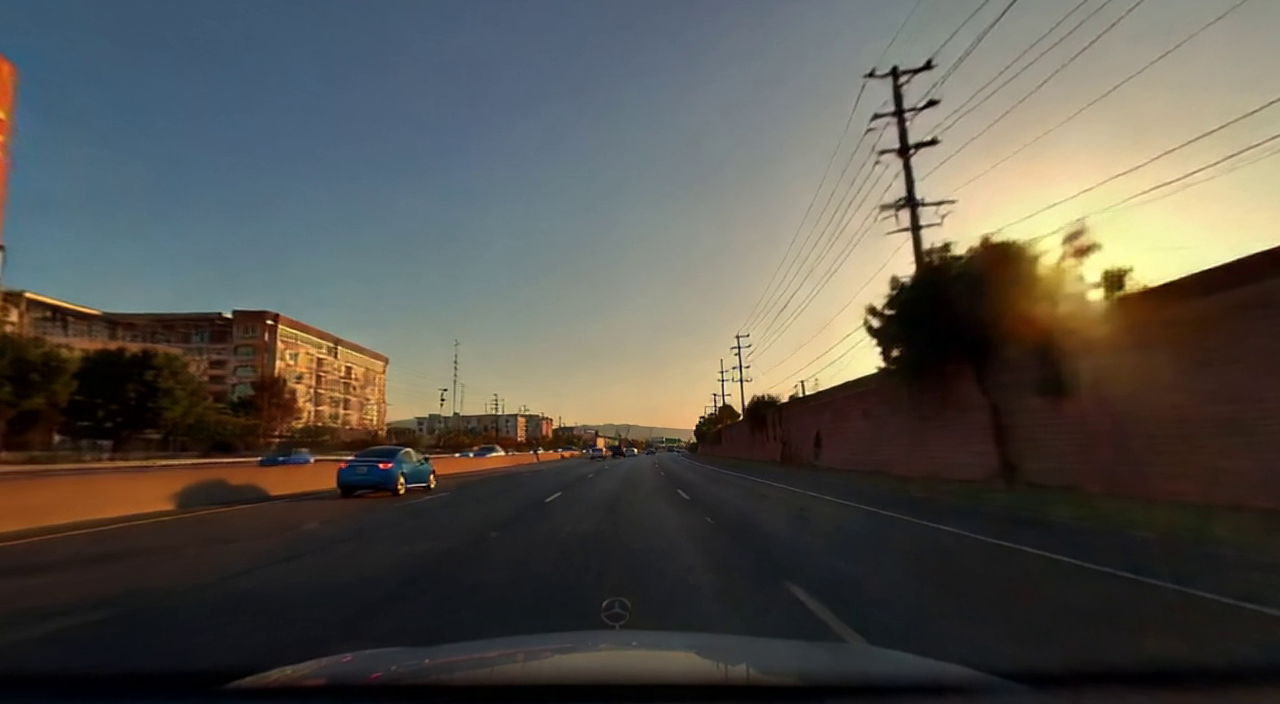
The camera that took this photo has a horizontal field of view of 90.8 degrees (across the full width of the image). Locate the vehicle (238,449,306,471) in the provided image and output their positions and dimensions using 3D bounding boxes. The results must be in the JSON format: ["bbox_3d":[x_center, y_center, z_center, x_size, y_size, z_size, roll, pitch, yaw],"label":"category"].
[{"bbox_3d":[-25.553,7.481,44.101,1.851,1.434,4.694,0,-9,1],"label":"vehicle"}]

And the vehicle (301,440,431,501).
[{"bbox_3d":[-7.797,3.386,18.463,2.013,1.574,3.923,0,-9,0],"label":"vehicle"}]

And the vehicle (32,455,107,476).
[{"bbox_3d":[-44.297,8.777,49.184,1.868,1.466,4.303,0,-9,-2],"label":"vehicle"}]
